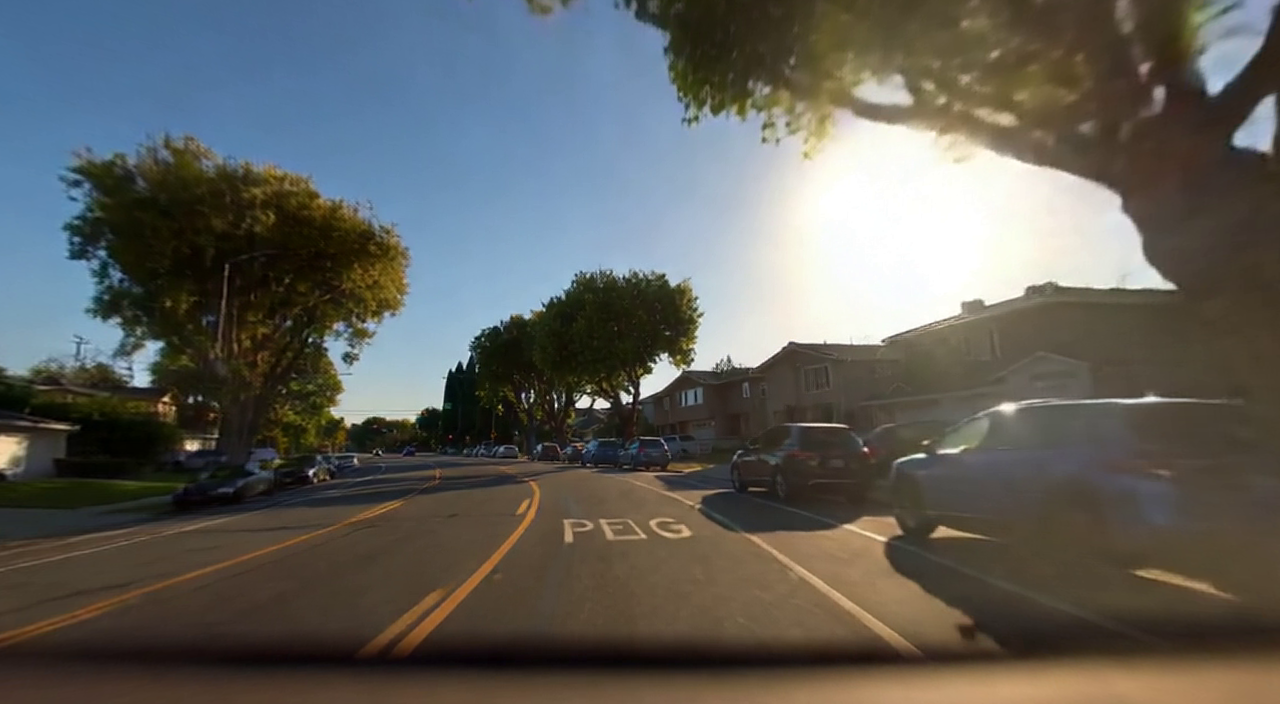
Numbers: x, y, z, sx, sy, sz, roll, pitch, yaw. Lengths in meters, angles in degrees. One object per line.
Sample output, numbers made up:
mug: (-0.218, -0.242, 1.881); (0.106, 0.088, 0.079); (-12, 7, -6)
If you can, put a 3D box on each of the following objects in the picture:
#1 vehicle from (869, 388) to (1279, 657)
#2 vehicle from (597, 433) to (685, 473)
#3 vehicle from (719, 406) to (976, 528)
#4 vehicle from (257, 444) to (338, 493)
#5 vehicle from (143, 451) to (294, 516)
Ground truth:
vehicle: (4.910, 1.526, 6.897); (1.954, 1.732, 6.409); (2, -8, -5)
vehicle: (-0.165, 5.200, 32.535); (2.723, 1.785, 7.174); (3, -9, -15)
vehicle: (3.931, 2.396, 13.880); (2.402, 1.889, 6.910); (4, -9, -9)
vehicle: (-15.557, 5.254, 28.879); (1.992, 1.677, 4.499); (-5, -6, -13)
vehicle: (-13.175, 4.056, 20.089); (2.292, 1.499, 4.661); (-4, -7, -11)
